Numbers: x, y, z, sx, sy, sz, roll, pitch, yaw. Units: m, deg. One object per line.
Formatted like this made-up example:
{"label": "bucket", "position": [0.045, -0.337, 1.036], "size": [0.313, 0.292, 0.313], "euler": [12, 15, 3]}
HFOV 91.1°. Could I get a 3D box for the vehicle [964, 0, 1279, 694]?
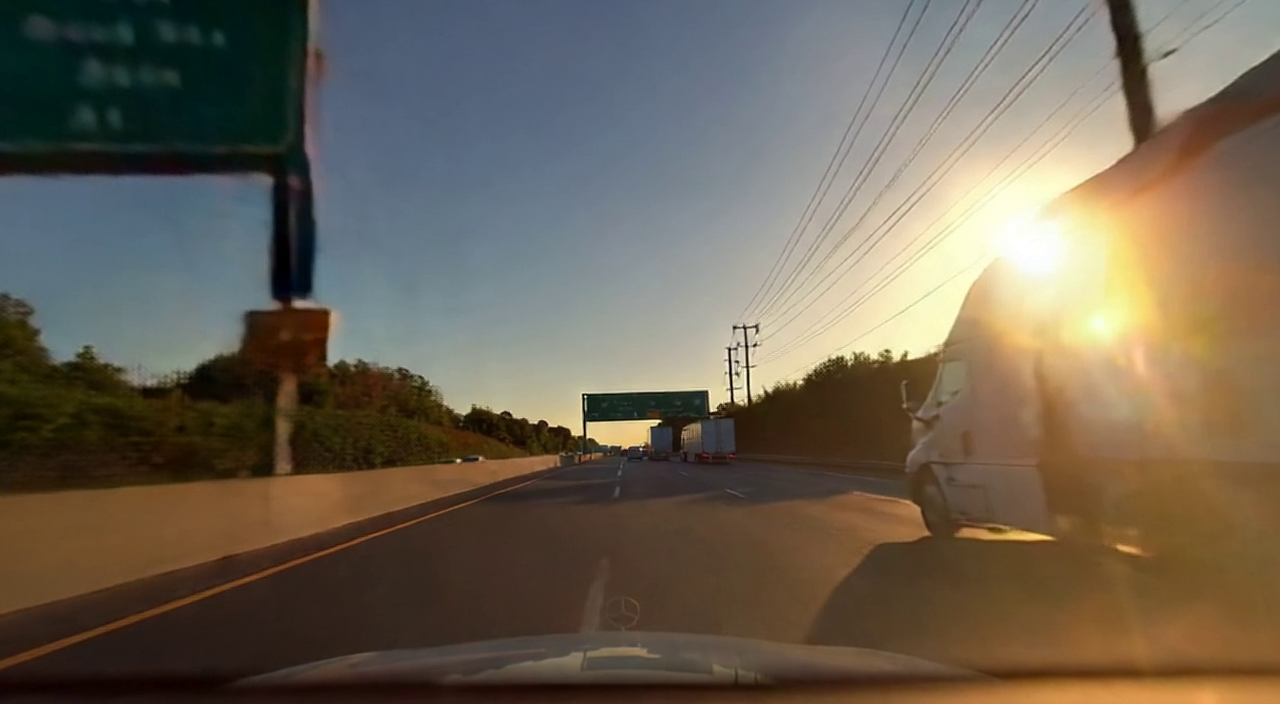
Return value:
{"label": "vehicle", "position": [5.111, -0.365, 2.057], "size": [2.869, 4.048, 8.895], "euler": [0, -9, -3]}
